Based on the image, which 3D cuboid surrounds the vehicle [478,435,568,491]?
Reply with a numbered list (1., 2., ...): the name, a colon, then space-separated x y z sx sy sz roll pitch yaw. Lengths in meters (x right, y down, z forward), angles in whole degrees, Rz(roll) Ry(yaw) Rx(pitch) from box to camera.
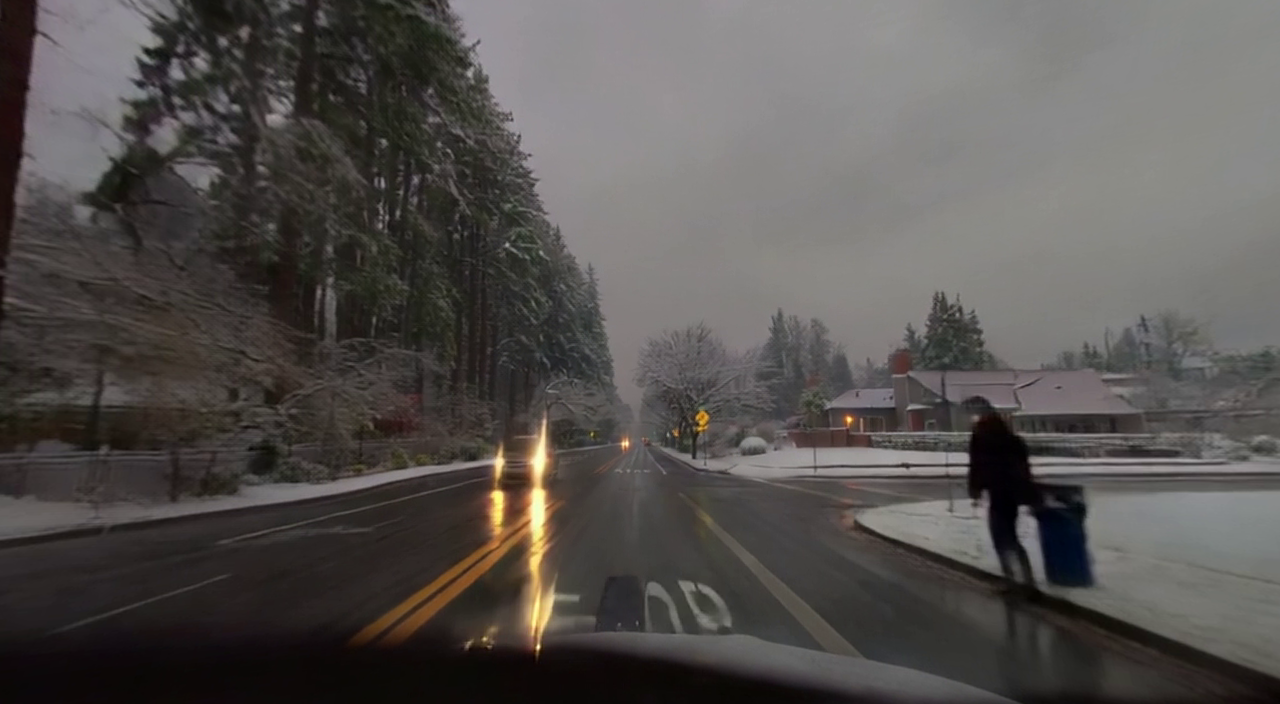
1. vehicle: -4.051 3.968 22.850 2.267 1.768 4.911 0 -9 1
